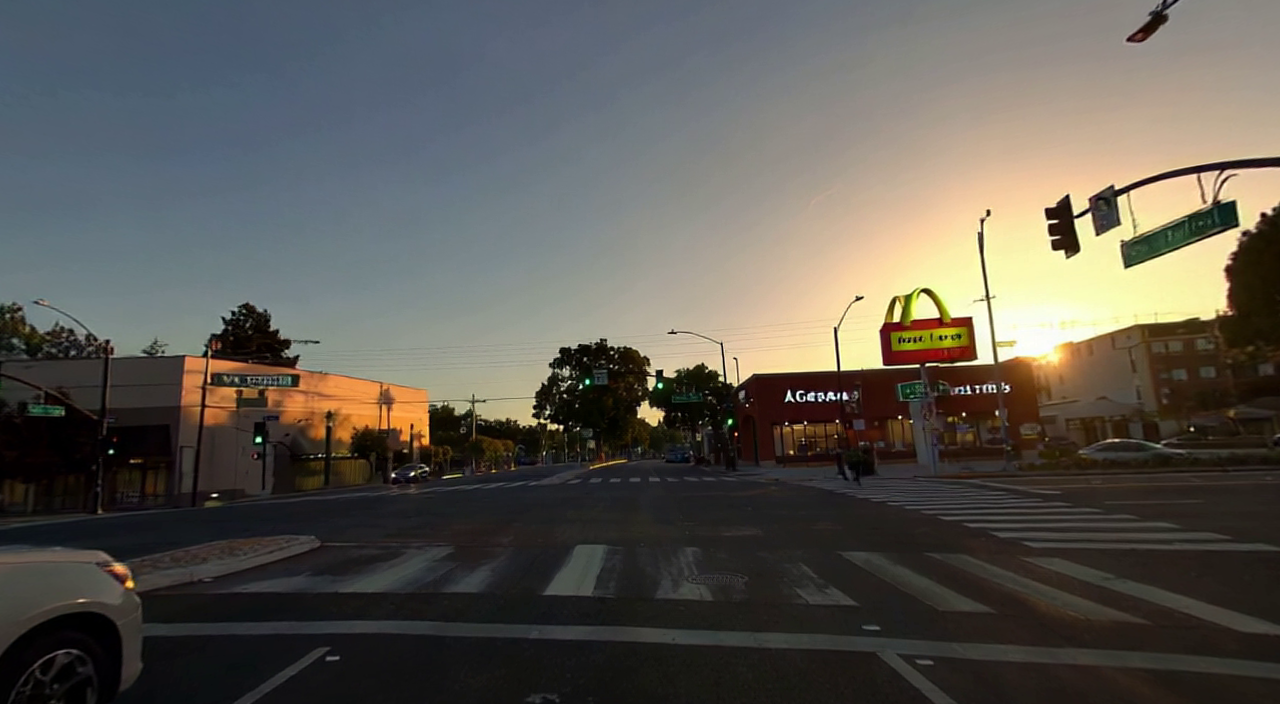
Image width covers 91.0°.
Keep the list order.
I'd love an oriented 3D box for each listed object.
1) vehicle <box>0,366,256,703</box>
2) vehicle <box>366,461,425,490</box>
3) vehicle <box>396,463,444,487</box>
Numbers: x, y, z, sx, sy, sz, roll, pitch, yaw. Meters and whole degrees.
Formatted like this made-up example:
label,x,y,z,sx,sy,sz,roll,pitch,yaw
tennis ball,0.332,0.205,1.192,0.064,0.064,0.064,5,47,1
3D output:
label,x,y,z,sx,sy,sz,roll,pitch,yaw
vehicle,-3.413,0.747,1.411,2.081,1.644,4.523,0,-9,3
vehicle,-19.213,9.711,49.806,2.227,2.033,5.614,0,-9,2
vehicle,-15.743,8.823,45.360,1.931,1.471,4.152,0,-9,0
